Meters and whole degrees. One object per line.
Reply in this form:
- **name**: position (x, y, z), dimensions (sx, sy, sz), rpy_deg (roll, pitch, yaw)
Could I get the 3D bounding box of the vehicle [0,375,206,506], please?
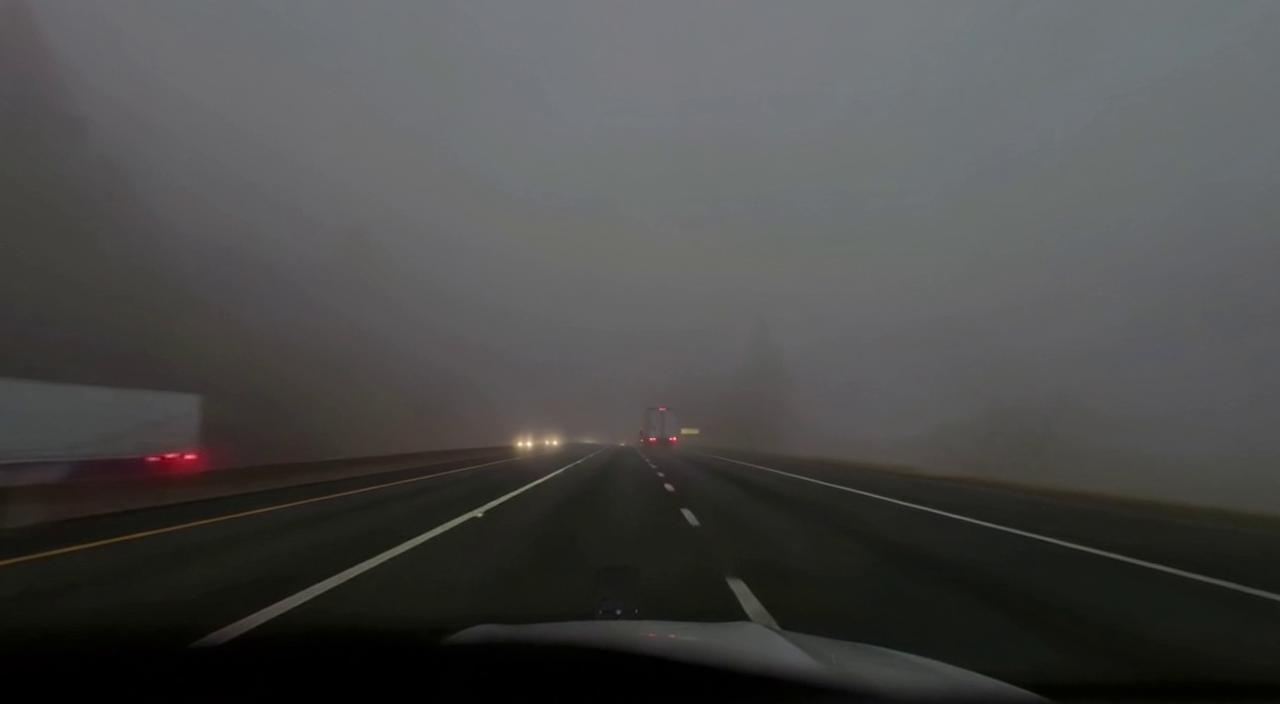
- **vehicle**: position (-19.787, 3.094, 22.151), dimensions (2.903, 3.736, 8.581), rpy_deg (0, -8, -1)
